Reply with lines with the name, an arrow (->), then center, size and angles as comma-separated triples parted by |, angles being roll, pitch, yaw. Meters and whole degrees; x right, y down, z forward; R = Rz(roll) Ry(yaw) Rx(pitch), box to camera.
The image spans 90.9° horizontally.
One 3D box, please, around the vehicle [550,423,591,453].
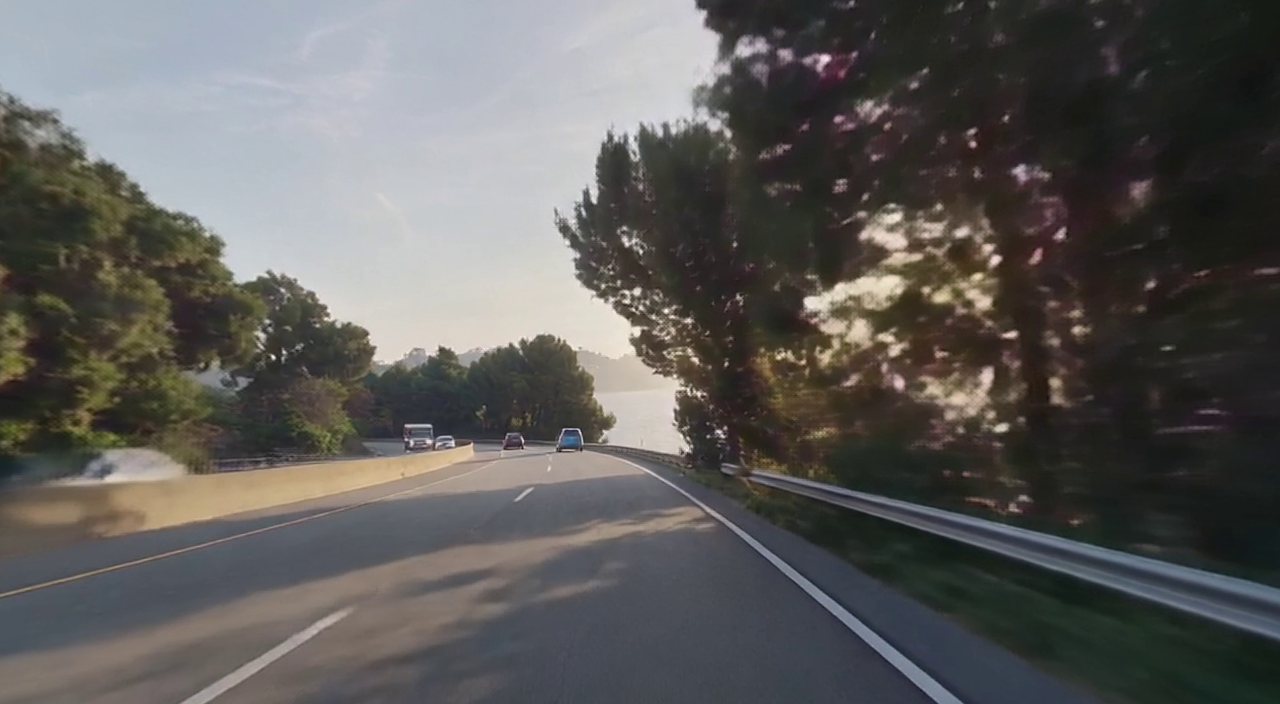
vehicle -> -5.470, 6.741, 48.936 | 2.632, 2.162, 5.529 | 1, -9, -12
